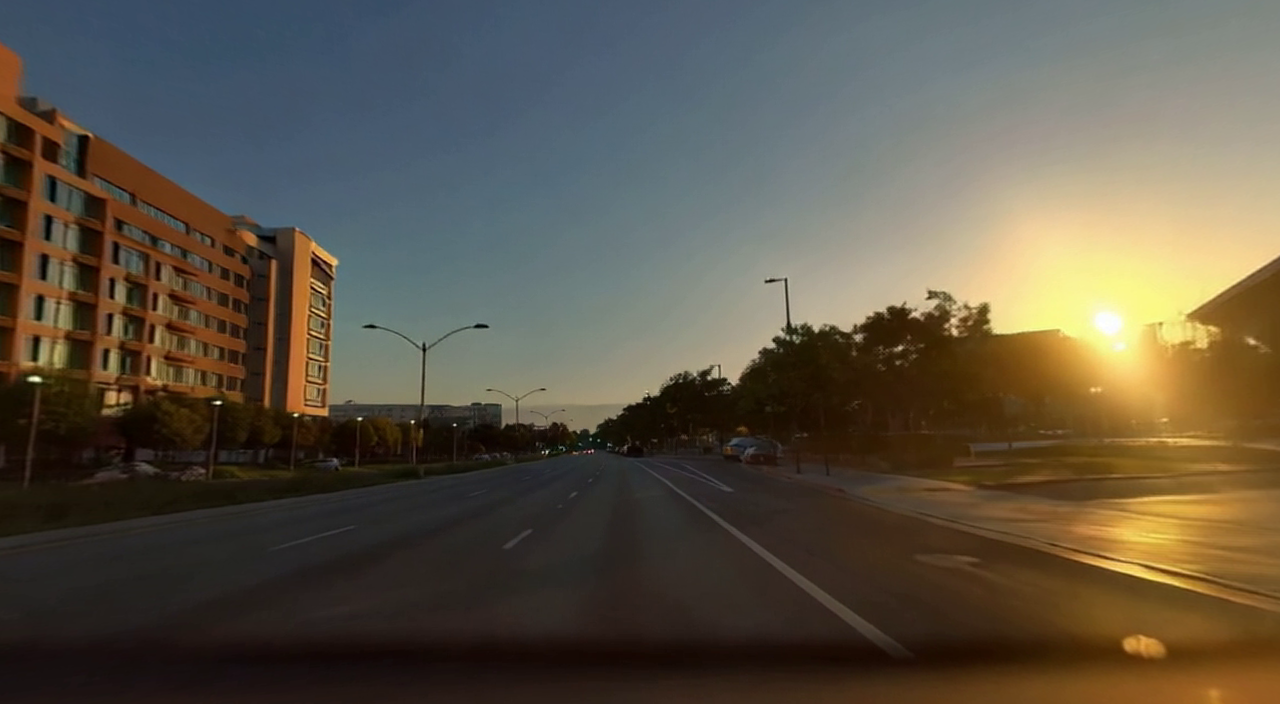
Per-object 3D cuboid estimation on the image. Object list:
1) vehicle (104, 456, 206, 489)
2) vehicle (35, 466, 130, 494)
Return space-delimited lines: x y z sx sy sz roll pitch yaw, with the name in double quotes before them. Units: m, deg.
"vehicle" -33.672 8.321 44.160 2.483 2.000 6.110 0 -8 -2
"vehicle" -33.537 7.691 38.211 1.868 1.467 4.423 0 -8 -3
